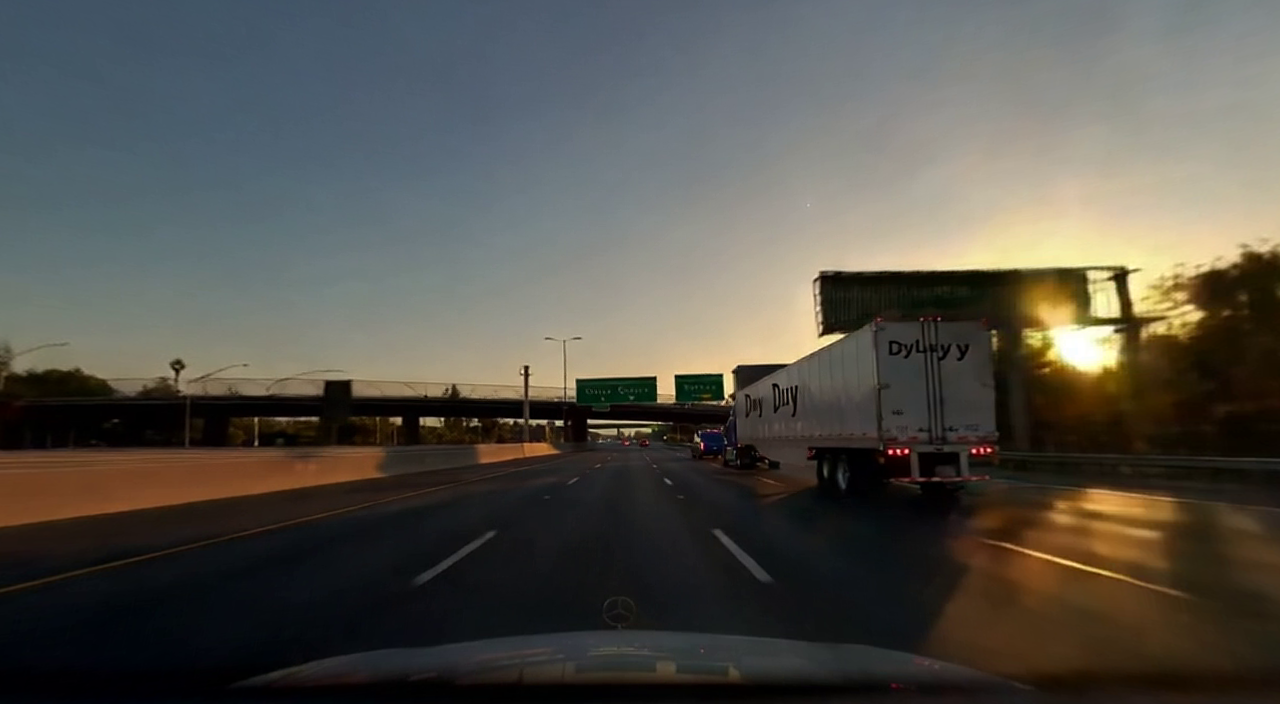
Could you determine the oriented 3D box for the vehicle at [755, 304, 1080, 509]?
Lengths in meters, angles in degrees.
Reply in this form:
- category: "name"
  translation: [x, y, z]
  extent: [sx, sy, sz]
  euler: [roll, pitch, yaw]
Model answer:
- category: "vehicle"
  translation: [6.764, 2.174, 20.238]
  extent: [2.962, 3.947, 16.241]
  euler: [0, -8, -1]
